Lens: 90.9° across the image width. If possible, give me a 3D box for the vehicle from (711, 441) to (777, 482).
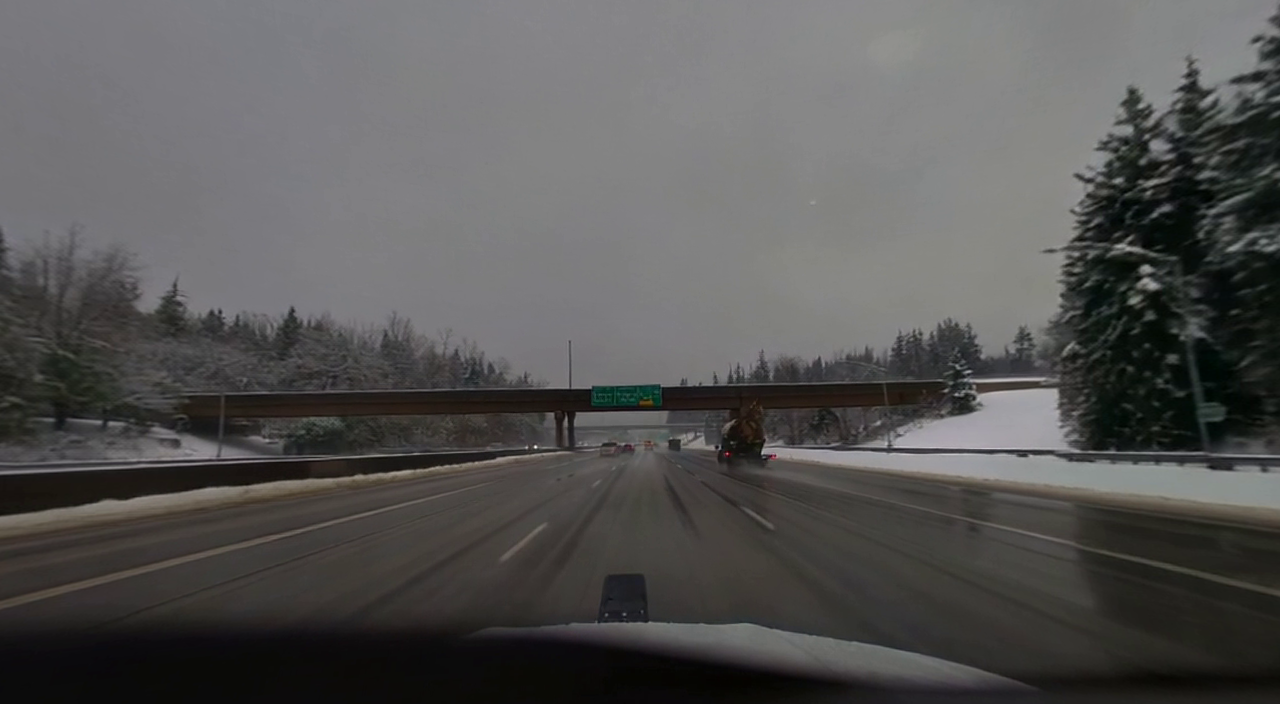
[{"bbox_3d":[4.096,4.375,25.582,1.908,1.483,4.259,0,-8,-1],"label":"vehicle"}]
